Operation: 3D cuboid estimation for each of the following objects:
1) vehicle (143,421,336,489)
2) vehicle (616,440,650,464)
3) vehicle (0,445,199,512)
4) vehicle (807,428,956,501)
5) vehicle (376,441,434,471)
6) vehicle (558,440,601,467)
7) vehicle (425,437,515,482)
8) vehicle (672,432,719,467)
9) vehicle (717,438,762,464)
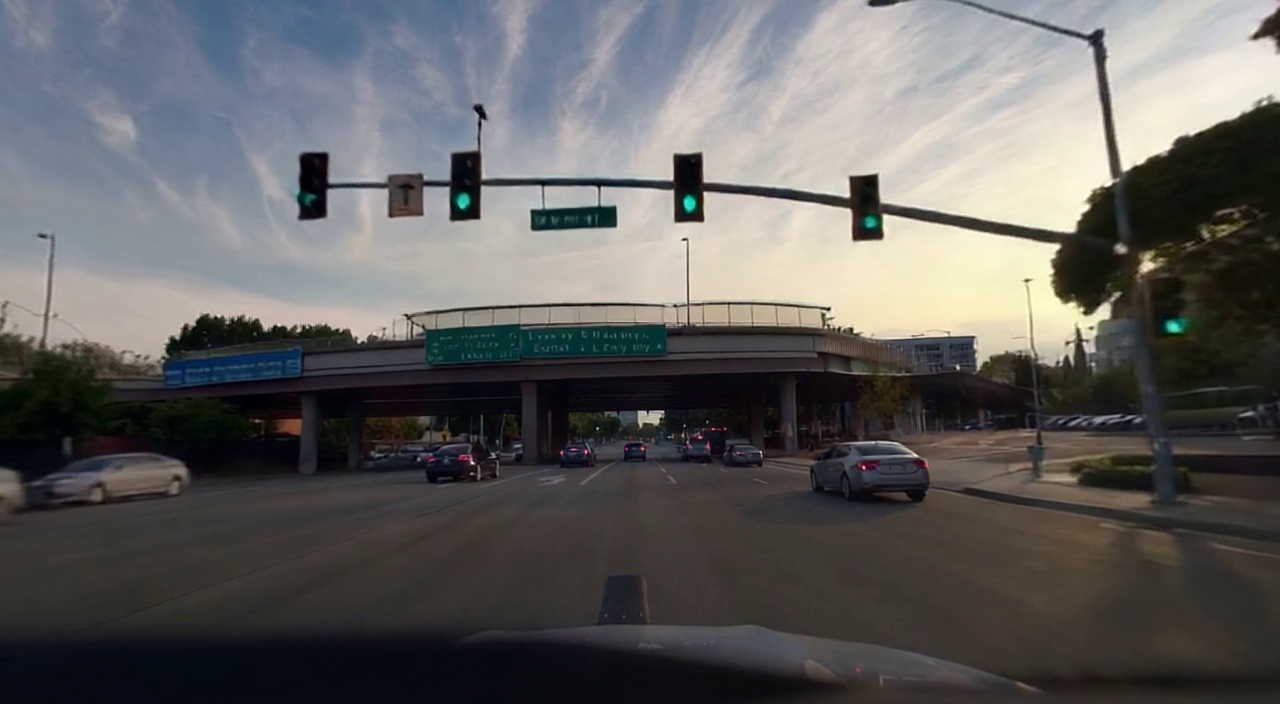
[{"bbox_3d":[-19.224,5.053,31.346,3.019,2.822,10.028,0,-8,0],"label":"vehicle"},{"bbox_3d":[-0.451,6.367,40.138,2.026,1.453,3.780,0,-8,-1],"label":"vehicle"},{"bbox_3d":[-15.264,3.484,17.912,1.975,1.648,4.545,0,-8,0],"label":"vehicle"},{"bbox_3d":[6.101,2.893,16.562,2.056,1.624,4.498,0,-8,-1],"label":"vehicle"},{"bbox_3d":[-15.418,6.836,41.469,2.127,1.830,4.554,0,-8,-1],"label":"vehicle"},{"bbox_3d":[-3.394,5.806,36.041,2.041,1.466,4.212,0,-8,0],"label":"vehicle"},{"bbox_3d":[-6.058,3.883,22.973,2.070,1.488,4.376,0,-8,0],"label":"vehicle"},{"bbox_3d":[2.929,5.236,33.866,2.034,1.762,4.420,0,-8,-1],"label":"vehicle"},{"bbox_3d":[6.076,6.131,38.951,1.924,1.527,4.268,0,-8,-2],"label":"vehicle"}]
